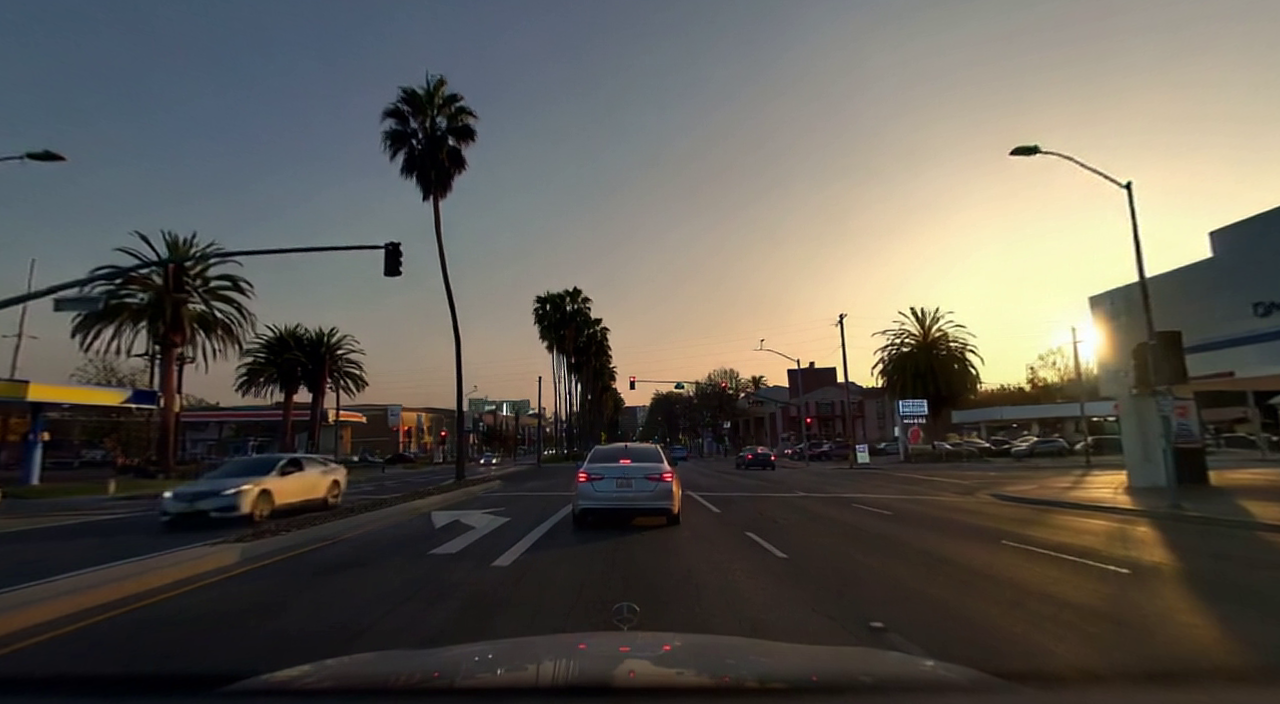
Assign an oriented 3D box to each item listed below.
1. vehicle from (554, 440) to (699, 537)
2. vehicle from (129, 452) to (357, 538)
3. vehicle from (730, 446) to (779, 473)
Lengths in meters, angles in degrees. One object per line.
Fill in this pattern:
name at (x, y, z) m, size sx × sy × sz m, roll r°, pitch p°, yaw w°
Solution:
vehicle at (-0.257, 2.477, 12.217) m, size 2.270 × 1.475 × 4.571 m, roll 0°, pitch -8°, yaw -1°
vehicle at (-8.173, 2.937, 13.702) m, size 1.904 × 1.450 × 4.689 m, roll 0°, pitch -8°, yaw 0°
vehicle at (6.757, 6.371, 37.714) m, size 2.017 × 1.491 × 4.420 m, roll 0°, pitch -8°, yaw -1°
